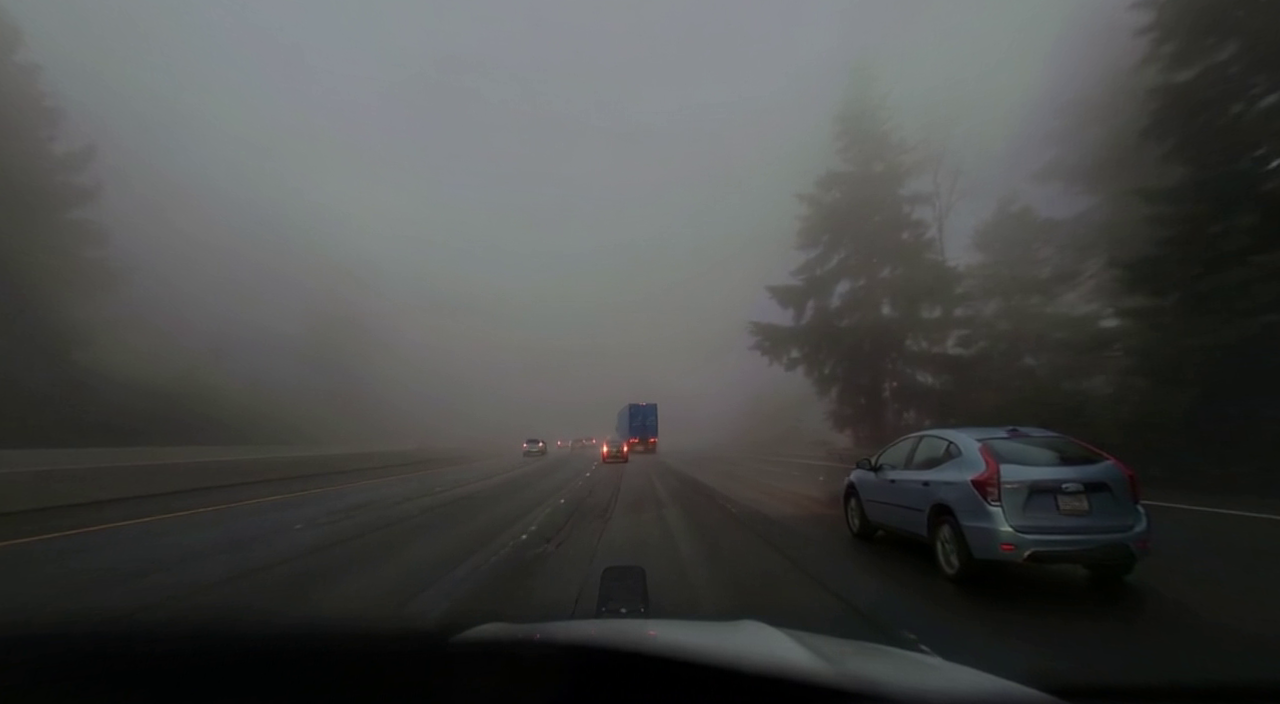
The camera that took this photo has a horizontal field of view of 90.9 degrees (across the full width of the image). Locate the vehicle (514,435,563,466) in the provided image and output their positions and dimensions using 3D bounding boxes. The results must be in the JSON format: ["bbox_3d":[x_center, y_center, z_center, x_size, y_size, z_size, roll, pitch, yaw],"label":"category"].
[{"bbox_3d":[-5.305,5.186,33.350,2.072,1.512,4.043,0,-8,-2],"label":"vehicle"}]

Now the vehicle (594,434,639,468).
[{"bbox_3d":[-1.144,4.792,30.655,2.020,1.516,3.951,0,-8,-2],"label":"vehicle"}]

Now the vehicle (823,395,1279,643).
[{"bbox_3d":[3.411,1.320,6.033,1.971,1.472,4.301,-1,-8,-1],"label":"vehicle"}]
